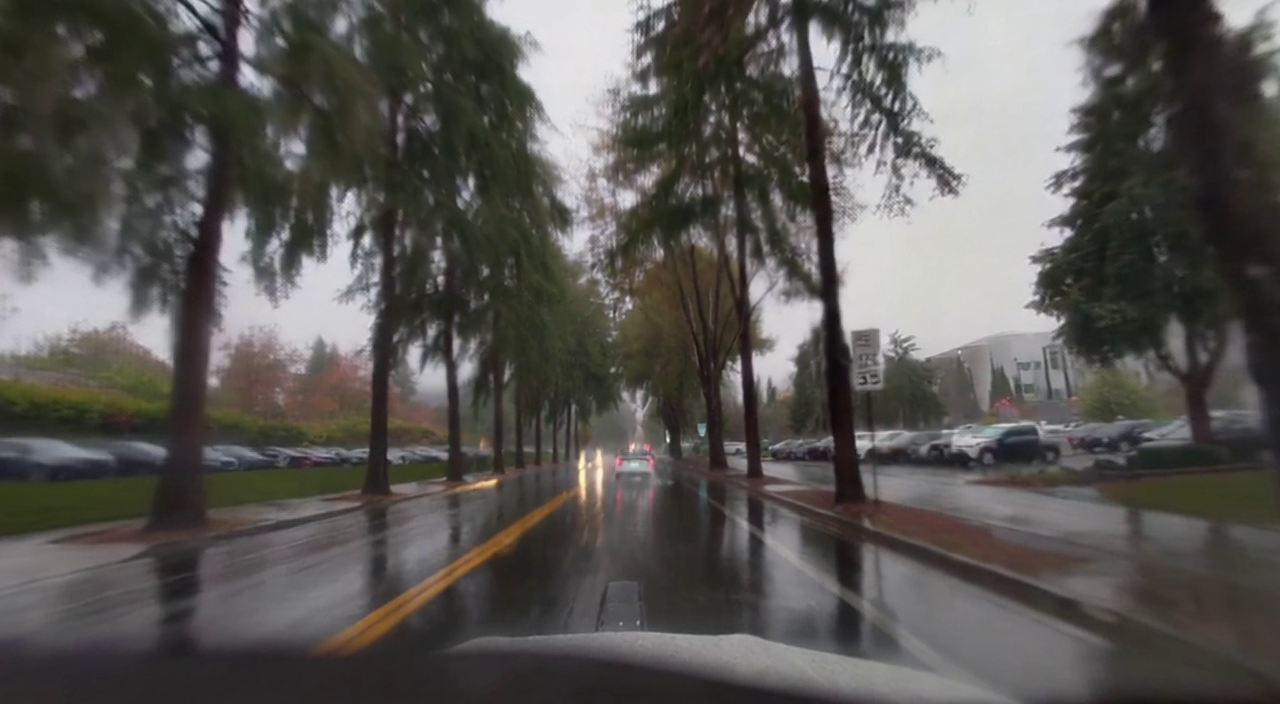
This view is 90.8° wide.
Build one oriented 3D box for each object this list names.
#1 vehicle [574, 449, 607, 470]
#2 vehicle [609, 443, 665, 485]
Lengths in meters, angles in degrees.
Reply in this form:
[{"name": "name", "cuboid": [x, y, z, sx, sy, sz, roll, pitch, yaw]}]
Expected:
[{"name": "vehicle", "cuboid": [-3.658, 8.126, 47.811, 2.028, 1.464, 4.602, -1, -9, 1]}, {"name": "vehicle", "cuboid": [-0.110, 4.628, 26.322, 2.152, 1.574, 4.223, 0, -9, 0]}]
